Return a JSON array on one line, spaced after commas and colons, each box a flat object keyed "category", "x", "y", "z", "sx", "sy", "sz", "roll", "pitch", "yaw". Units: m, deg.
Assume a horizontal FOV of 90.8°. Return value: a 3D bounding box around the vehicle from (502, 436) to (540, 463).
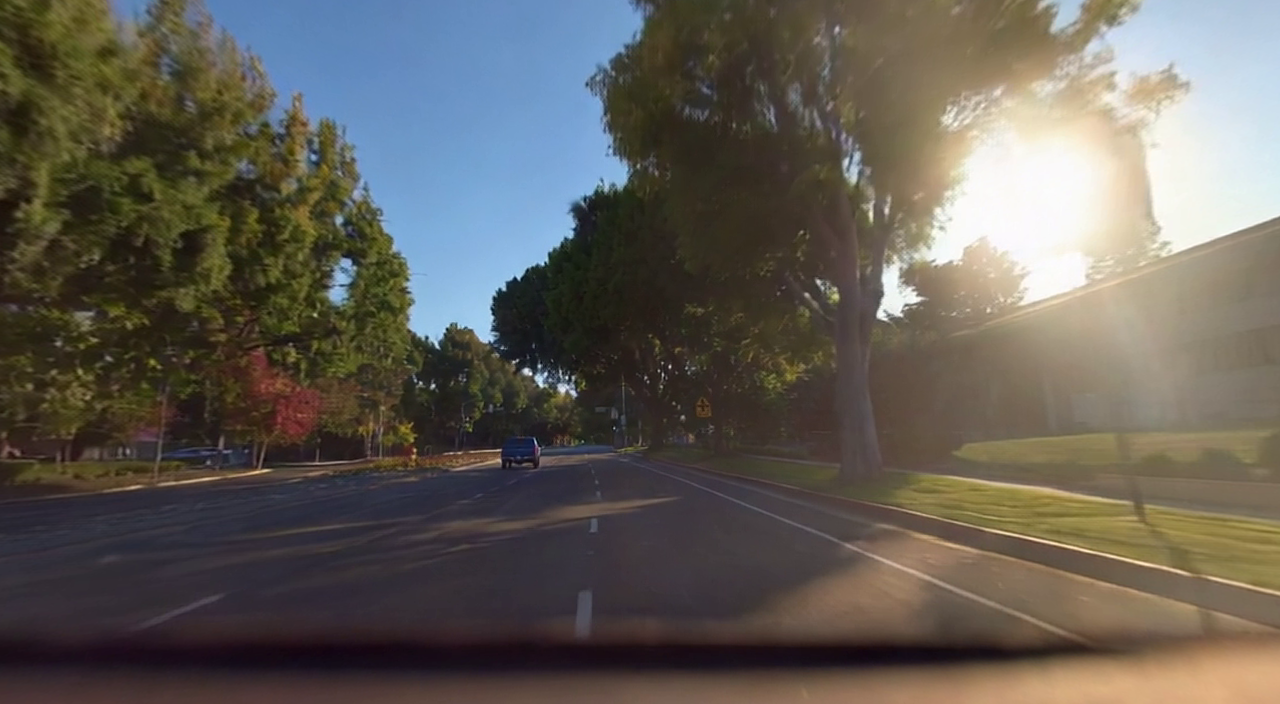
[{"category": "vehicle", "x": -8.809, "y": 7.317, "z": 47.369, "sx": 2.267, "sy": 1.849, "sz": 6.402, "roll": 1, "pitch": -9, "yaw": -6}]
